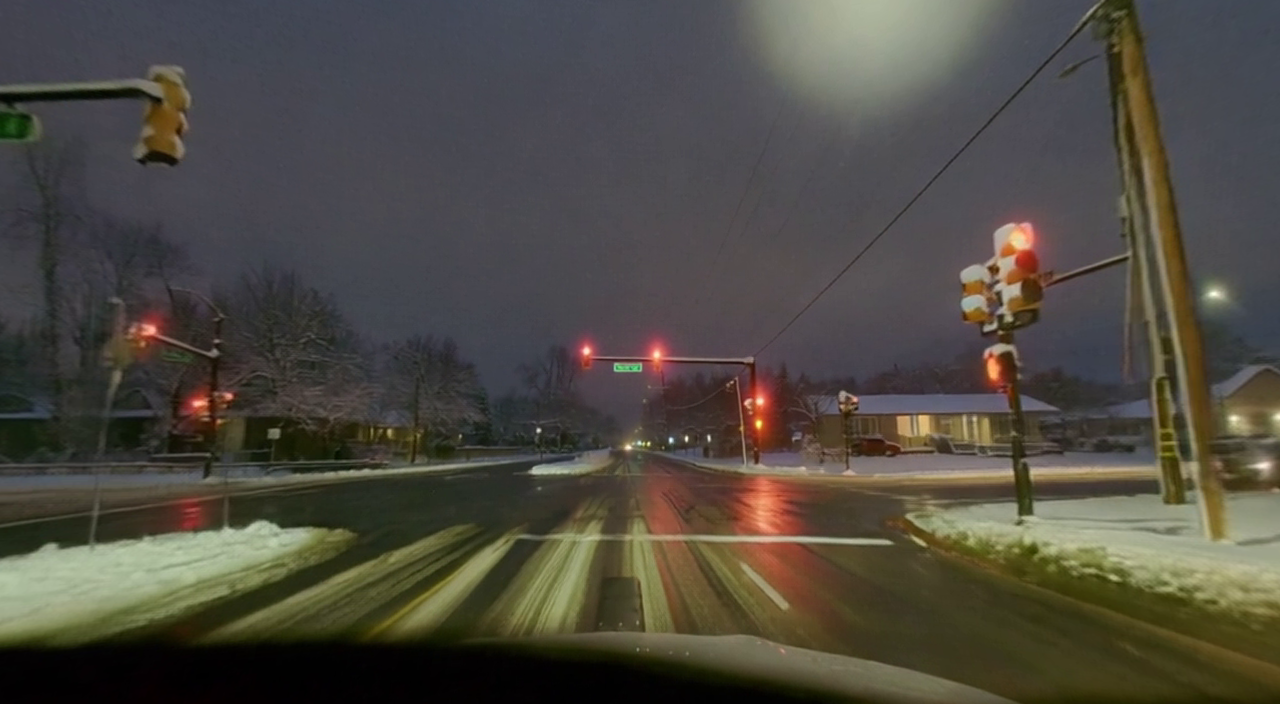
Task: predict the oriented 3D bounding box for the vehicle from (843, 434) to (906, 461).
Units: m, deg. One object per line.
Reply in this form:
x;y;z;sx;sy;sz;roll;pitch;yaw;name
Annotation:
14.996;6.156;40.722;1.959;1.471;4.570;-4;-9;-4;vehicle

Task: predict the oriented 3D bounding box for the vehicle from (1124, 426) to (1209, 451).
34.142;5.677;41.092;1.832;1.521;4.266;0;-9;0;vehicle

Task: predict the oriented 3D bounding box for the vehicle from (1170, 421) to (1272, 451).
37.135;5.448;40.553;1.916;1.619;4.524;-4;-9;-4;vehicle
